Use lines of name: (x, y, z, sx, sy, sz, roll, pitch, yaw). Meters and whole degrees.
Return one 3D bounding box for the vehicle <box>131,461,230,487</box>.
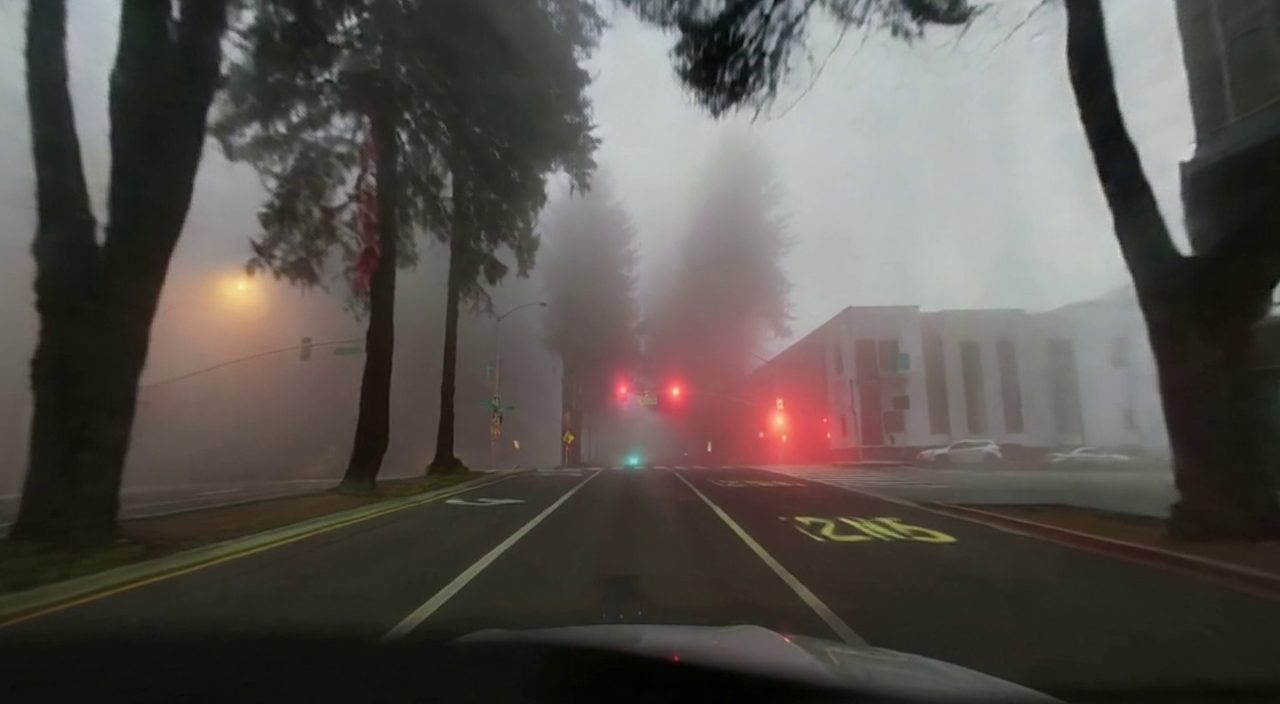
vehicle: (-29.916, 7.955, 41.246, 4.758, 1.549, 2.194, 0, -8, 0)
